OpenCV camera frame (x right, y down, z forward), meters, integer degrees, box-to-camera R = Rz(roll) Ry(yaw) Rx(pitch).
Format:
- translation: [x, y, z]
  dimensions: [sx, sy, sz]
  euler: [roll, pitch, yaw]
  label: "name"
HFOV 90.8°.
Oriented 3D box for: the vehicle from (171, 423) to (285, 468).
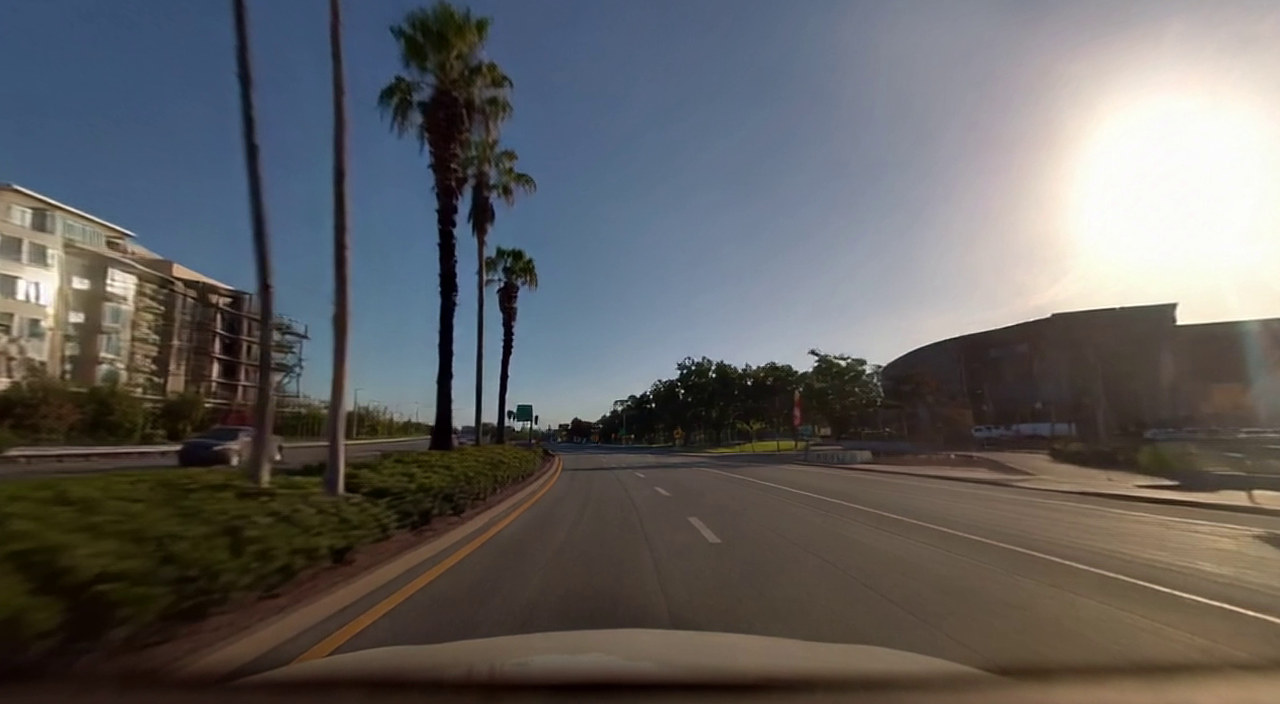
- translation: [-16.934, 3.898, 26.295]
  dimensions: [2.025, 1.716, 4.552]
  euler: [1, -9, -7]
  label: "vehicle"
